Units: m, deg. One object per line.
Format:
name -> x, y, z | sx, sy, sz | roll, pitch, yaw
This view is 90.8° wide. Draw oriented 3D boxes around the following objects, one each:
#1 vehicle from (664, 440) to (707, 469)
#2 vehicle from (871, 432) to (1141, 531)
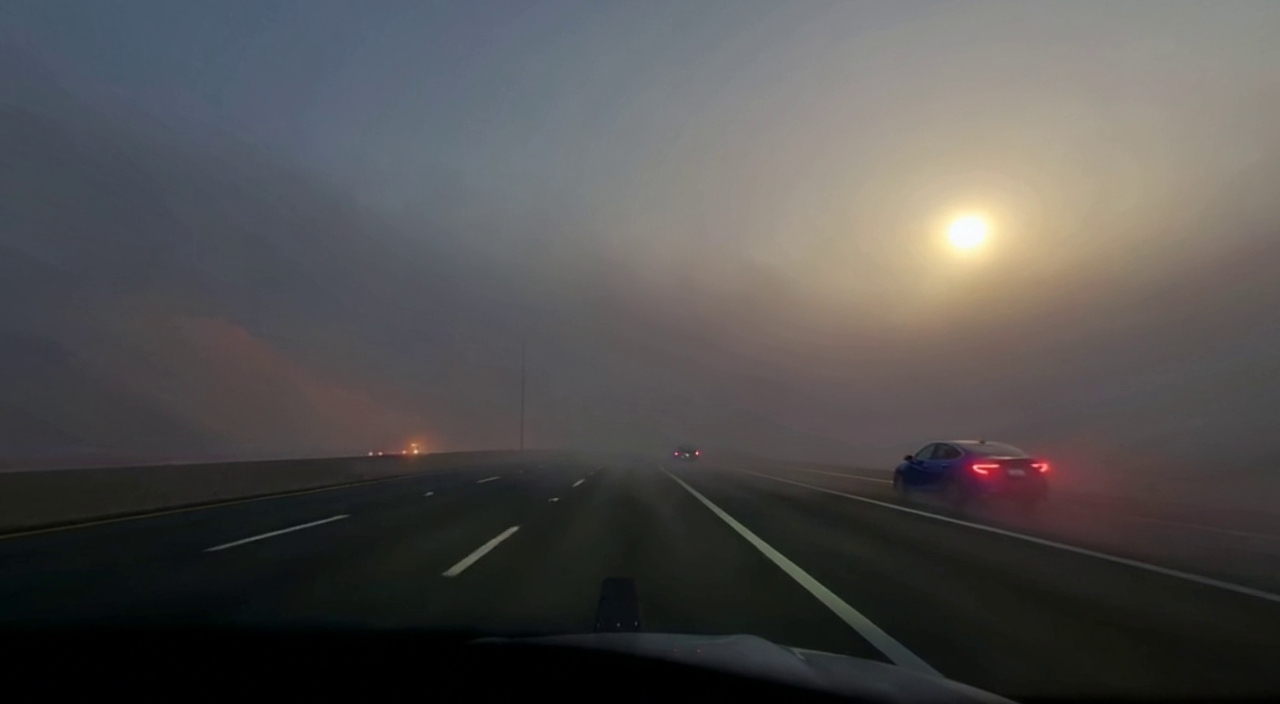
vehicle -> 2.675, 6.160, 38.085 | 2.270, 1.615, 3.770 | 0, -8, -1
vehicle -> 6.690, 2.408, 12.493 | 2.227, 1.522, 5.041 | 0, -8, -1
